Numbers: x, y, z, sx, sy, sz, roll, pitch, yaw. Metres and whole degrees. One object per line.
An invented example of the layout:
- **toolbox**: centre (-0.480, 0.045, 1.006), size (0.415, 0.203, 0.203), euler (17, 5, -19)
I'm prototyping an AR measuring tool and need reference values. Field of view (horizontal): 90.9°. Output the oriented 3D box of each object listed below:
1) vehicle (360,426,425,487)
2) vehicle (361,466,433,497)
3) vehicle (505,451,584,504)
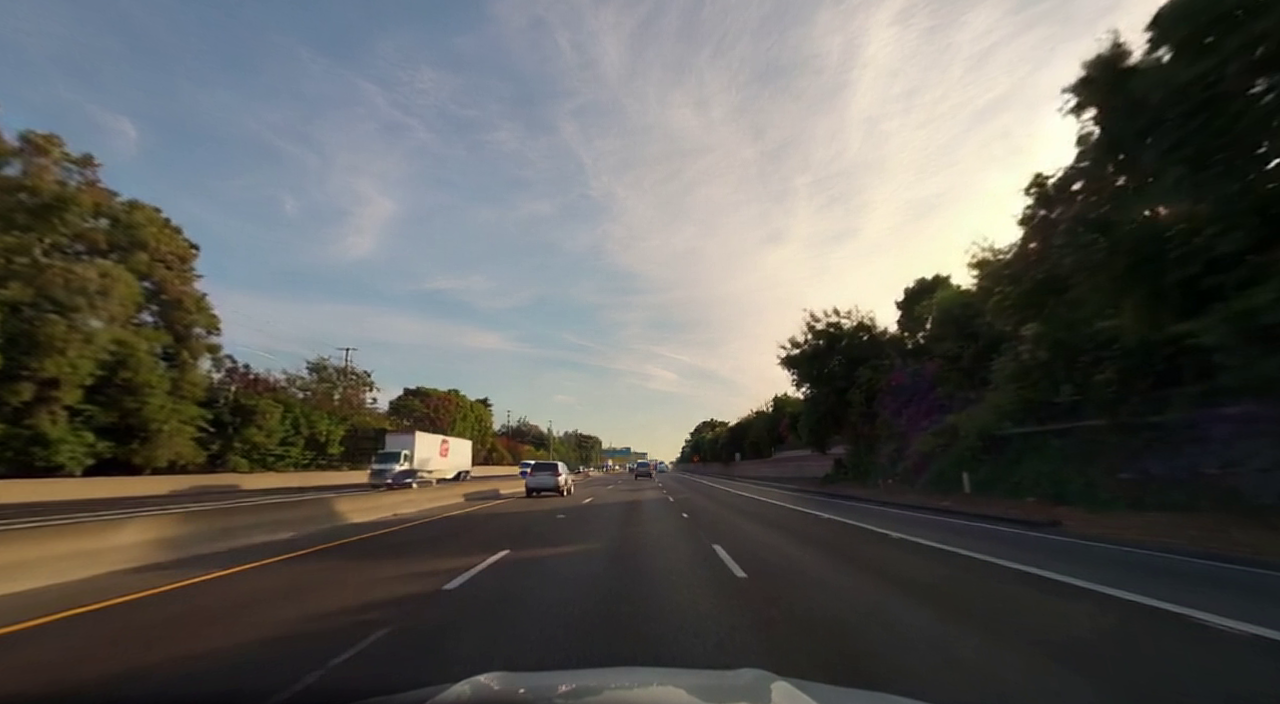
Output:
- **vehicle**: centre (-17.146, 7.273, 43.845), size (3.185, 4.070, 2.550), euler (1, -10, 1)
- **vehicle**: centre (-12.537, 6.712, 32.849), size (1.857, 1.441, 4.499), euler (1, -10, 2)
- **vehicle**: centre (-3.585, 4.892, 24.770), size (2.233, 1.791, 4.981), euler (1, -10, 1)
